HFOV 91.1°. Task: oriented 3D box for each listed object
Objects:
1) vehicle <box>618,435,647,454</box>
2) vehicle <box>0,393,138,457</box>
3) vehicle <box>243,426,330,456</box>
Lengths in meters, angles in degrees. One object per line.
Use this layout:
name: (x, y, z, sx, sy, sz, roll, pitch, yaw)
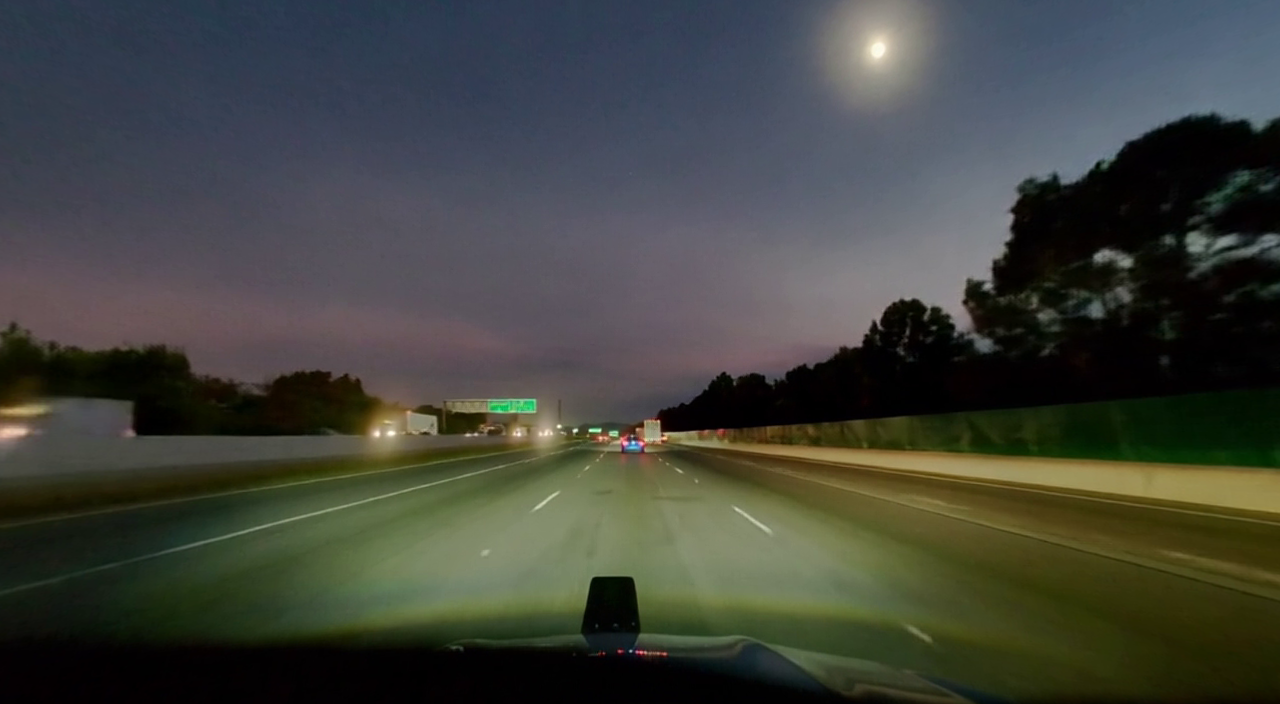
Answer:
vehicle: (-0.643, 7.216, 49.104, 2.121, 1.445, 4.187, 0, -8, -2)
vehicle: (-26.308, 3.361, 28.439, 2.310, 2.581, 5.922, 0, -8, -1)
vehicle: (-18.477, 4.684, 33.146, 1.896, 1.484, 4.705, 0, -8, 0)
